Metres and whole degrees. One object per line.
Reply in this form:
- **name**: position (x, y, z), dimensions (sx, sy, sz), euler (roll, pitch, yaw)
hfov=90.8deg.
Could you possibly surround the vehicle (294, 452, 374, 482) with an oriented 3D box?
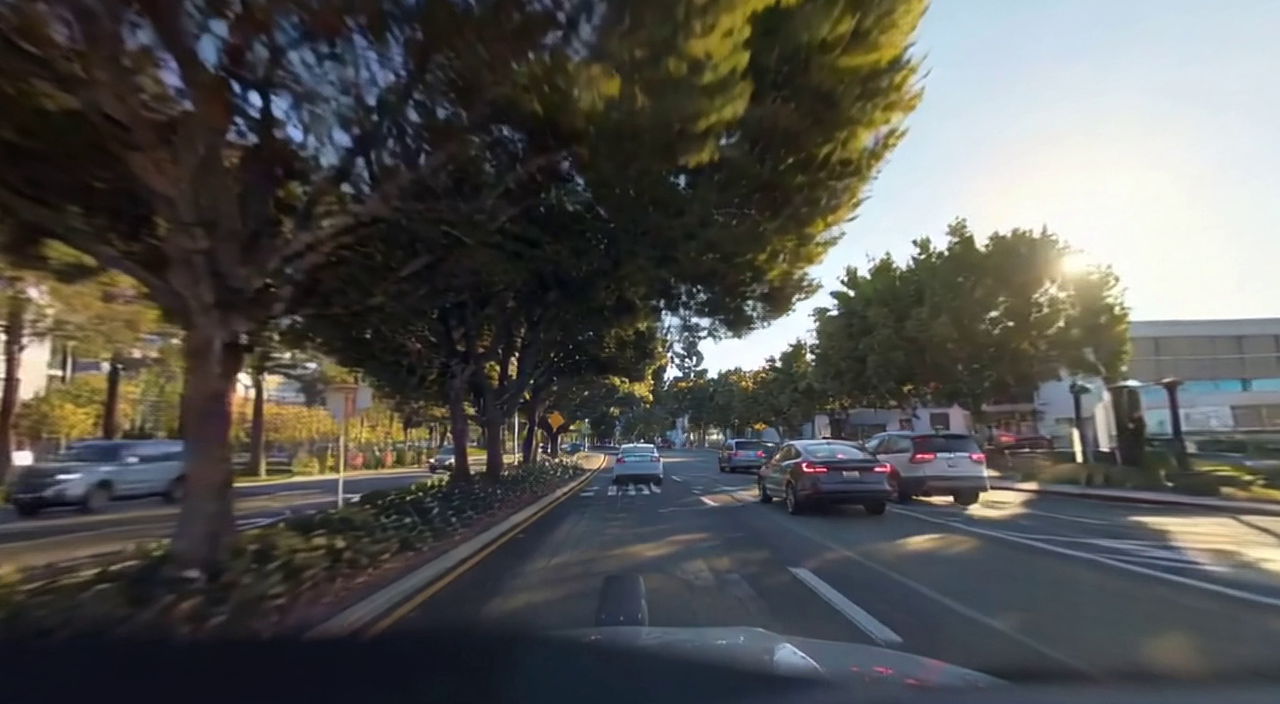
- **vehicle**: position (-16.434, 6.186, 34.270), dimensions (1.983, 1.477, 4.702), euler (0, -9, 0)

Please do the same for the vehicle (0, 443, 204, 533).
- **vehicle**: position (-12.448, 2.931, 14.304), dimensions (1.954, 1.689, 4.443), euler (0, -9, 0)

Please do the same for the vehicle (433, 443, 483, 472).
- **vehicle**: position (-12.256, 7.142, 42.826), dimensions (2.049, 1.824, 4.608), euler (0, -9, 0)

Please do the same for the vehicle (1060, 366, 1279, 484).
- **vehicle**: position (18.981, 2.383, 20.428), dimensions (8.476, 3.508, 3.062), euler (0, -9, -1)

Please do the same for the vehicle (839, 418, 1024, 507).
- **vehicle**: position (6.773, 2.636, 15.418), dimensions (2.134, 1.810, 4.590), euler (0, -9, -2)

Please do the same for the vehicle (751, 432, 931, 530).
- **vehicle**: position (3.421, 2.285, 11.736), dimensions (1.858, 1.466, 4.230), euler (0, -9, -1)

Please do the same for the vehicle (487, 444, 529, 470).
- **vehicle**: position (-8.937, 7.152, 43.044), dimensions (1.901, 1.655, 4.250), euler (0, -9, 0)

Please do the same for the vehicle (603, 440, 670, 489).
- **vehicle**: position (-0.143, 3.673, 20.925), dimensions (1.994, 1.479, 3.647), euler (0, -9, -1)
